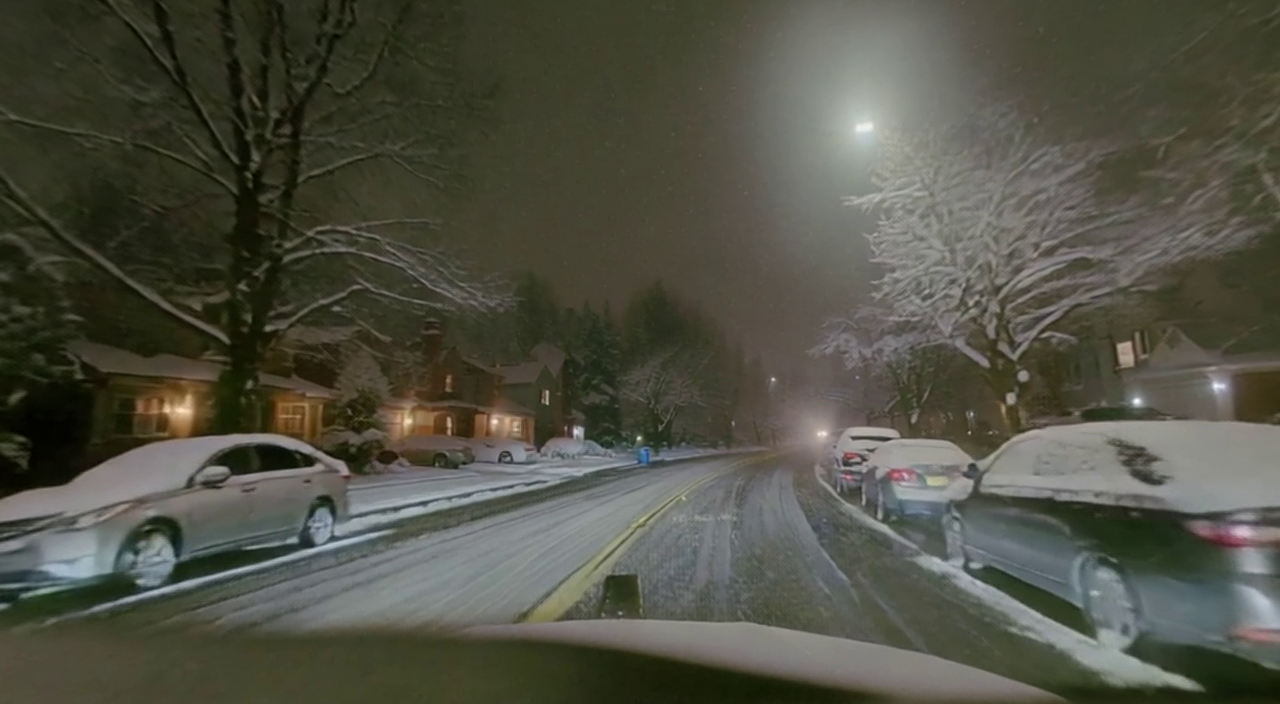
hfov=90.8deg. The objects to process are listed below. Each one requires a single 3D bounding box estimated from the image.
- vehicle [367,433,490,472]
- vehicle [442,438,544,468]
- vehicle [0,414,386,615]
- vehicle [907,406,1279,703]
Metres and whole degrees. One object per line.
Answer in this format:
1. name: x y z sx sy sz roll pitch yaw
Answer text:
1. vehicle: -9.155 4.356 27.481 4.635 1.594 2.132 -3 -9 16
2. vehicle: -7.250 5.000 31.393 4.455 1.419 2.017 -2 -9 14
3. vehicle: -5.513 1.758 7.961 2.030 1.696 4.828 -2 -9 9
4. vehicle: 3.892 1.290 4.833 2.045 1.478 4.914 -1 -8 7
